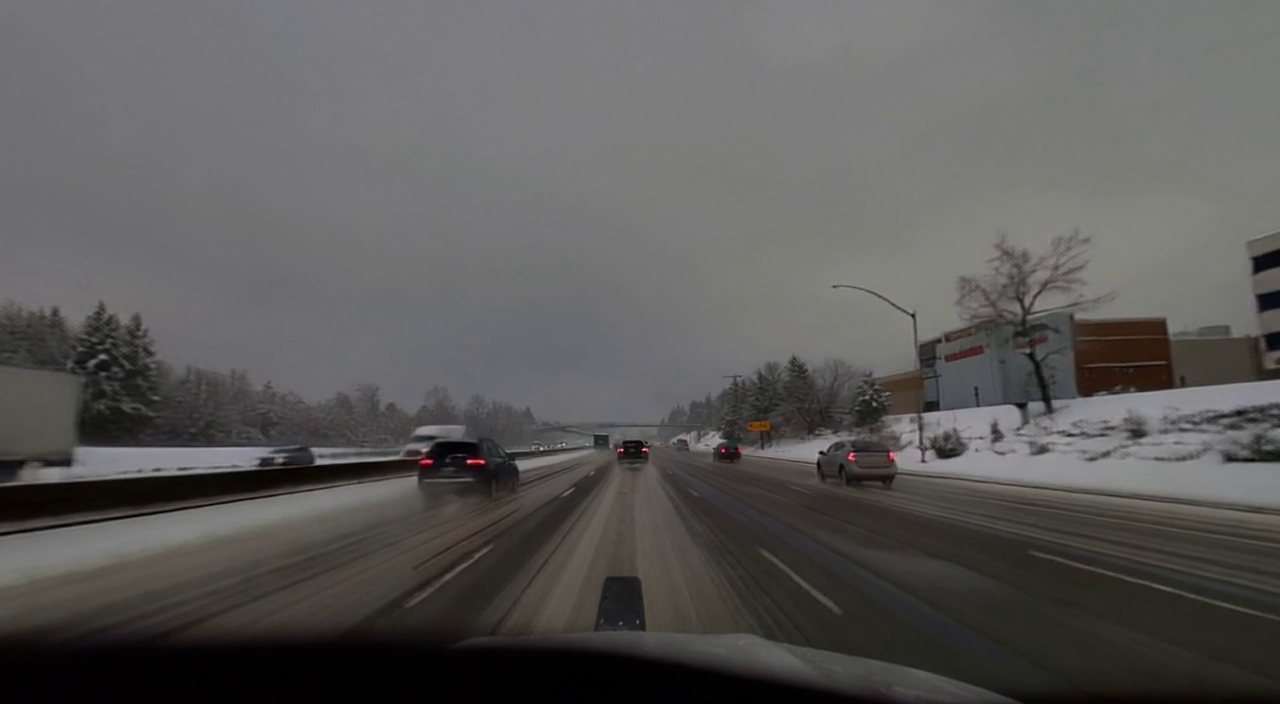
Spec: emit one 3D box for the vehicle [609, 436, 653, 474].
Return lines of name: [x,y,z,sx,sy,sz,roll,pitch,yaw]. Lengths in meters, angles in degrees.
vehicle: [-0.408,5.137,31.749,2.002,1.759,4.658,0,-9,0]

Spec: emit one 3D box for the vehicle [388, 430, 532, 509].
vehicle: [-4.189,2.820,15.636,2.126,1.631,4.643,0,-9,1]

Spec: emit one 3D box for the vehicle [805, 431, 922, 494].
vehicle: [6.564,3.298,19.107,1.944,1.666,4.184,0,-9,0]

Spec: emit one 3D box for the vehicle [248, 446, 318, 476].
vehicle: [-17.283,5.280,30.722,1.473,1.358,3.231,0,-9,1]

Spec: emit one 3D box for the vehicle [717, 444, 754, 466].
vehicle: [6.699,7.267,44.674,1.879,1.428,4.402,0,-9,-1]
